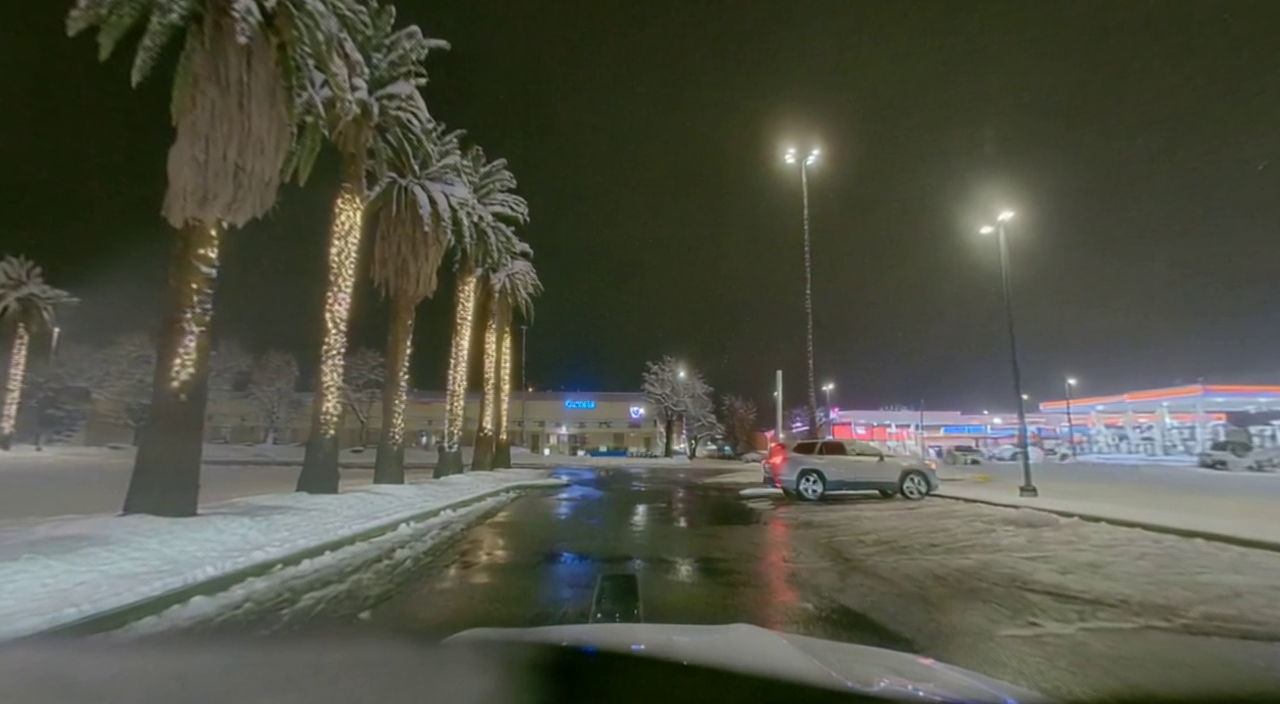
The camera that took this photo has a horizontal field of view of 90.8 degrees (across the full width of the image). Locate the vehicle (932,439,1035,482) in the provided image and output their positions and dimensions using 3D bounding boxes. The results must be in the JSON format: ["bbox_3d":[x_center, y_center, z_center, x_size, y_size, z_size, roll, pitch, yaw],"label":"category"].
[{"bbox_3d":[16.186,5.125,30.090,2.028,1.850,4.731,0,-9,-3],"label":"vehicle"}]

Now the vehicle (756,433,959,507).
[{"bbox_3d":[5.642,3.112,16.878,4.560,1.818,2.148,0,-9,-2],"label":"vehicle"}]
